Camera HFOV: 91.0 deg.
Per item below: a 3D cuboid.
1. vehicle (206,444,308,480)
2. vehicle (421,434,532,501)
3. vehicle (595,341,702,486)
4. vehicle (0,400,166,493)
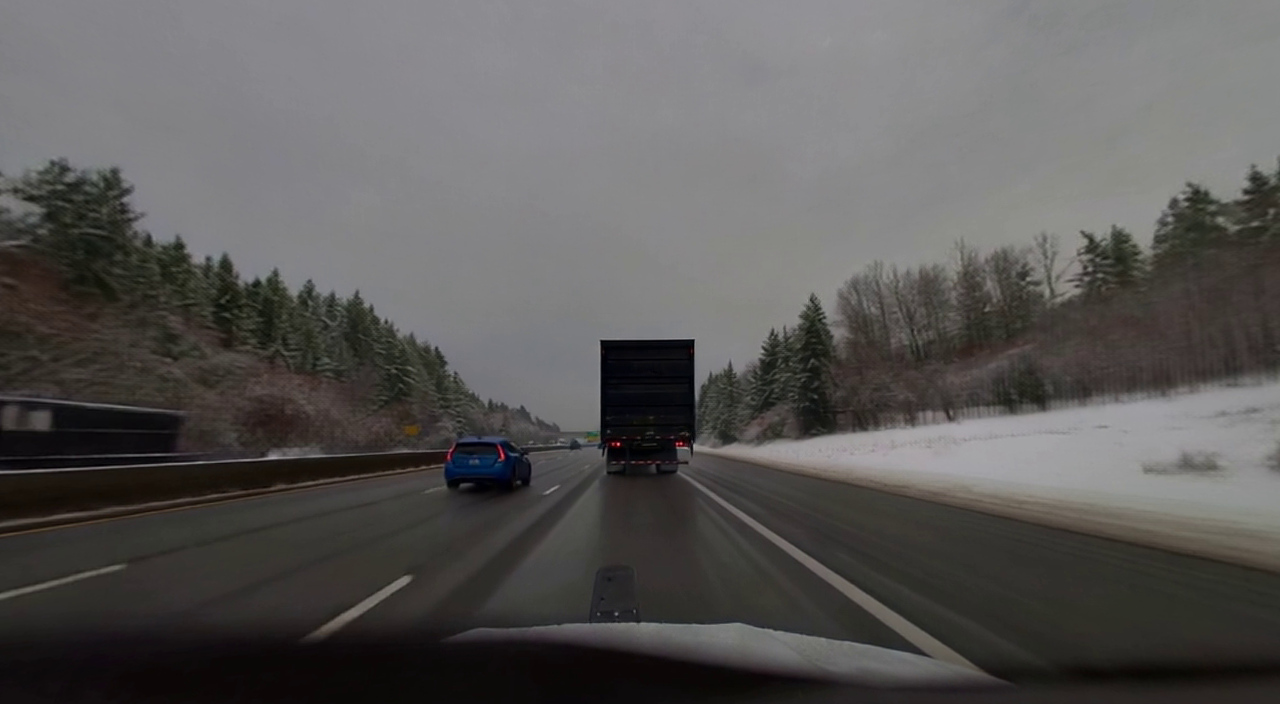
[{"bbox_3d":[-16.745,4.797,27.805,1.874,1.450,4.289,0,-8,-2],"label":"vehicle"},{"bbox_3d":[-4.199,3.016,16.893,1.854,1.530,4.268,0,-8,0],"label":"vehicle"},{"bbox_3d":[0.117,2.505,23.562,3.073,4.196,10.546,0,-8,-1],"label":"vehicle"},{"bbox_3d":[-24.439,3.849,25.717,2.814,3.292,9.552,0,-8,-1],"label":"vehicle"}]
